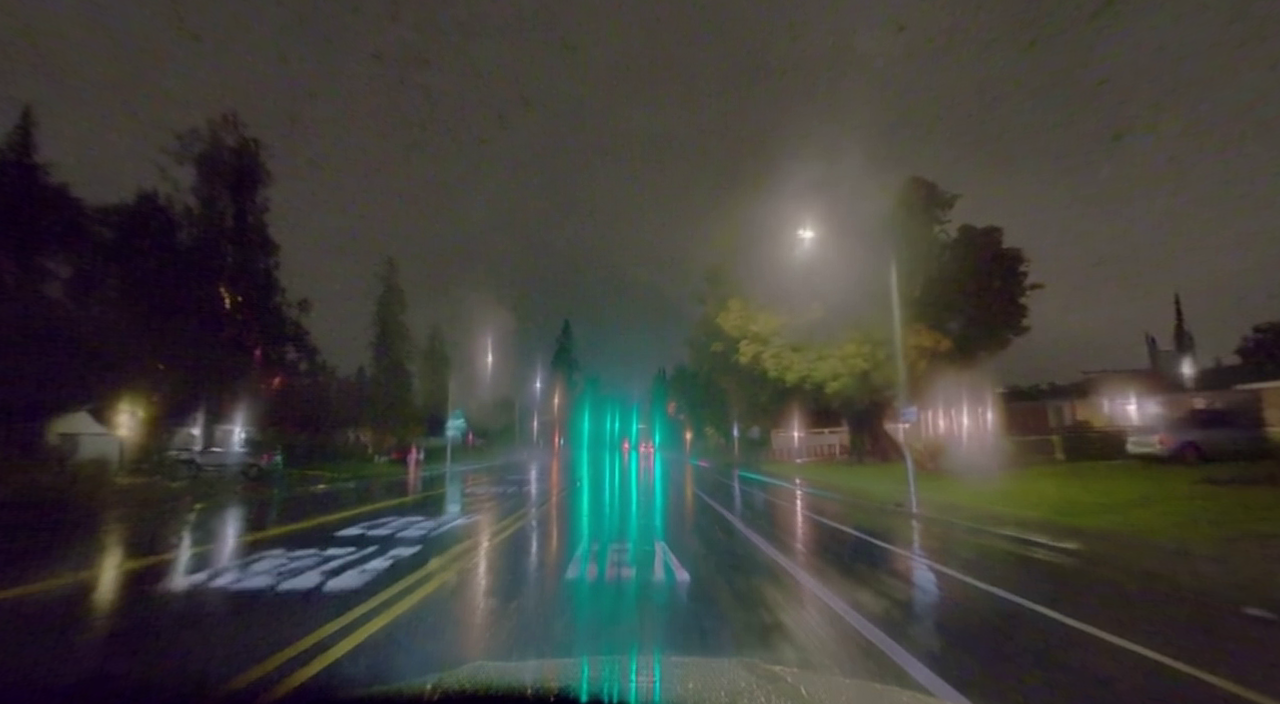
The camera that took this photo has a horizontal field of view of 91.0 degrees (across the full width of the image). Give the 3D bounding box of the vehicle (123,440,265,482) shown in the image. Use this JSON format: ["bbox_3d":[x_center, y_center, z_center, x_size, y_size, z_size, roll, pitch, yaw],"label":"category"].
[{"bbox_3d":[-19.585,4.780,27.833,4.661,1.726,1.978,1,-8,-4],"label":"vehicle"}]

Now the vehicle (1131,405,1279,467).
[{"bbox_3d":[19.134,2.629,19.771,5.425,1.806,2.331,0,-7,1],"label":"vehicle"}]

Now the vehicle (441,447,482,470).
[{"bbox_3d":[-12.851,7.667,45.526,1.777,1.555,4.000,0,-8,0],"label":"vehicle"}]

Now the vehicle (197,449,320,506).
[{"bbox_3d":[-12.902,4.212,21.587,1.791,1.552,3.919,-3,-7,0],"label":"vehicle"}]
